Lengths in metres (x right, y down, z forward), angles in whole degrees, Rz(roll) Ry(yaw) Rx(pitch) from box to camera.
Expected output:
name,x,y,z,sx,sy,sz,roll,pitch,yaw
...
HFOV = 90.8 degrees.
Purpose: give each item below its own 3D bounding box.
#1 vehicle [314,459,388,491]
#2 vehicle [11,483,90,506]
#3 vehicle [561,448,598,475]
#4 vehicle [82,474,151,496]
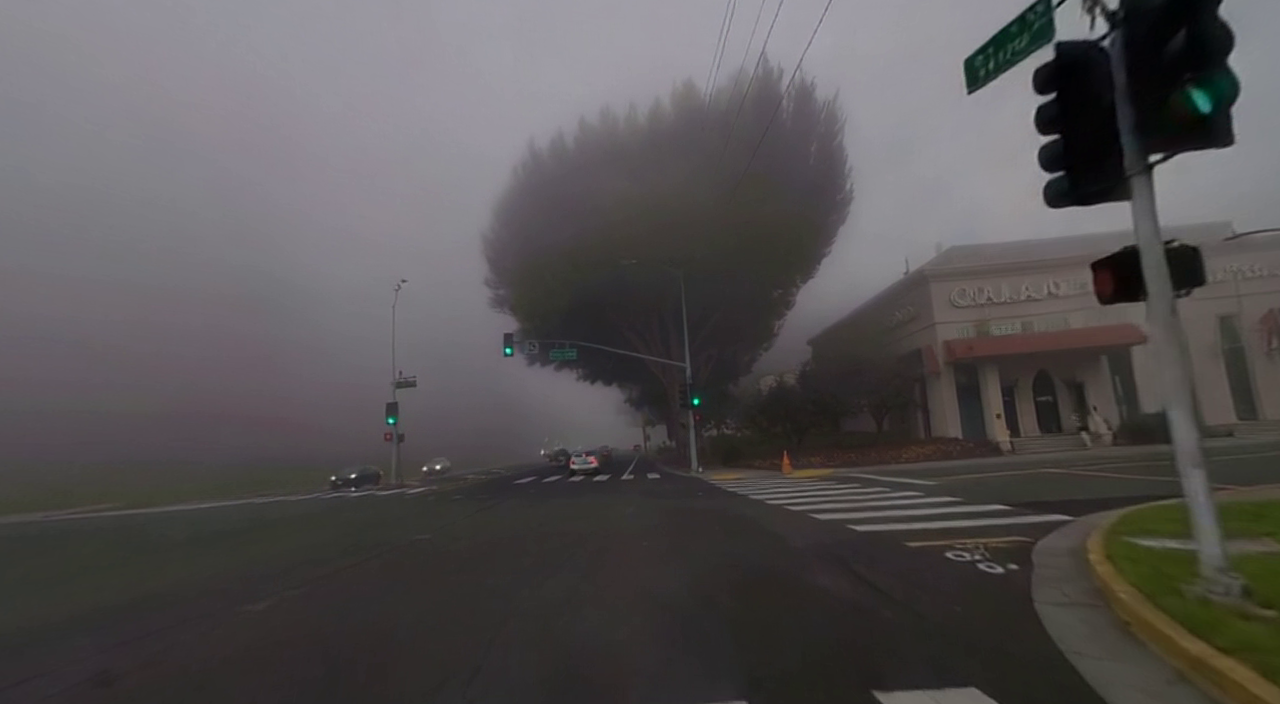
name,x,y,z,sx,sy,sz,roll,pitch,yaw
vehicle,-15.613,6.645,34.410,1.997,1.480,4.715,0,-9,-3
vehicle,-41.629,10.064,44.664,3.543,1.445,1.912,0,-9,-3
vehicle,-3.558,6.484,37.730,2.063,1.474,4.334,0,-9,-4
vehicle,-41.349,10.510,49.949,3.829,1.510,1.790,0,-9,-3
